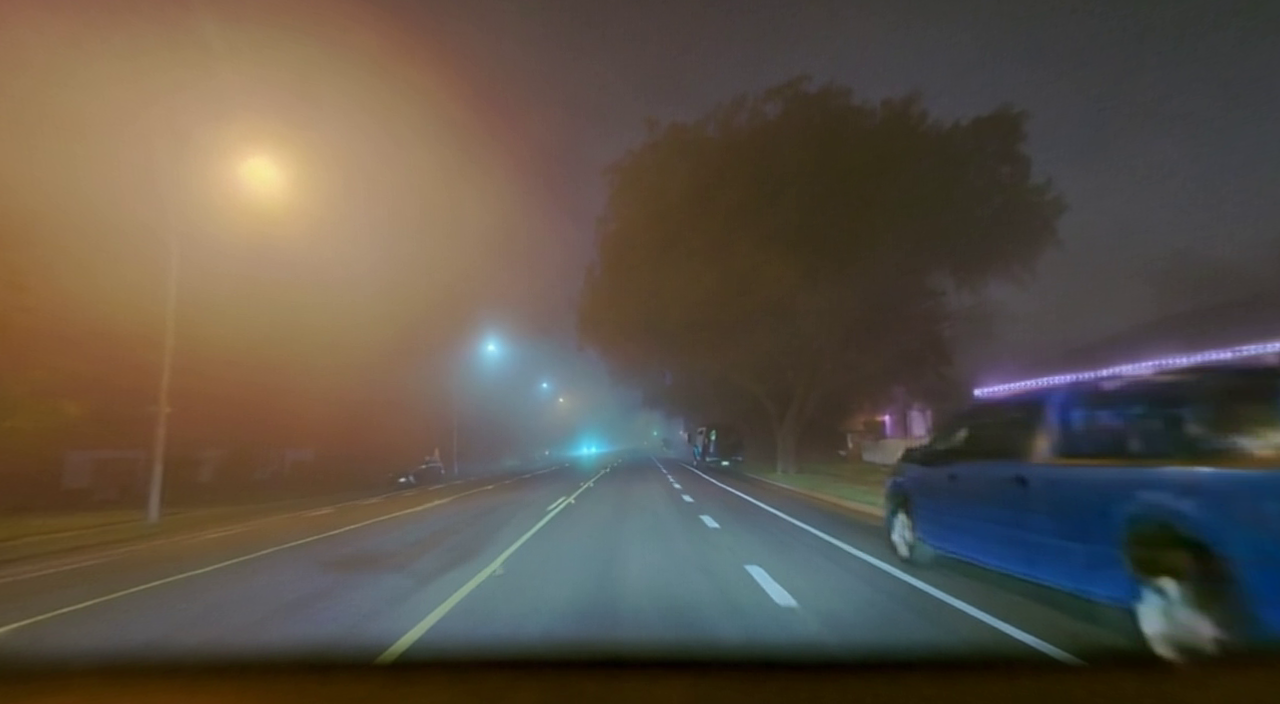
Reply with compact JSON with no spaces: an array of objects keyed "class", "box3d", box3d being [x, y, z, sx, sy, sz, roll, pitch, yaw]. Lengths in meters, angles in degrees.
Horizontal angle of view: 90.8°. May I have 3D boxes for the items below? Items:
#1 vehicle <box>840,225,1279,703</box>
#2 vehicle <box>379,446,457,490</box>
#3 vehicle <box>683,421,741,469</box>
[{"class":"vehicle","box3d":[3.704,1.055,4.989,2.504,2.114,6.073,3,-8,3]},{"class":"vehicle","box3d":[-11.202,5.845,32.311,2.301,1.855,4.983,-4,-8,-2]},{"class":"vehicle","box3d":[3.894,5.209,35.348,2.459,2.452,5.731,0,-8,-1]}]
